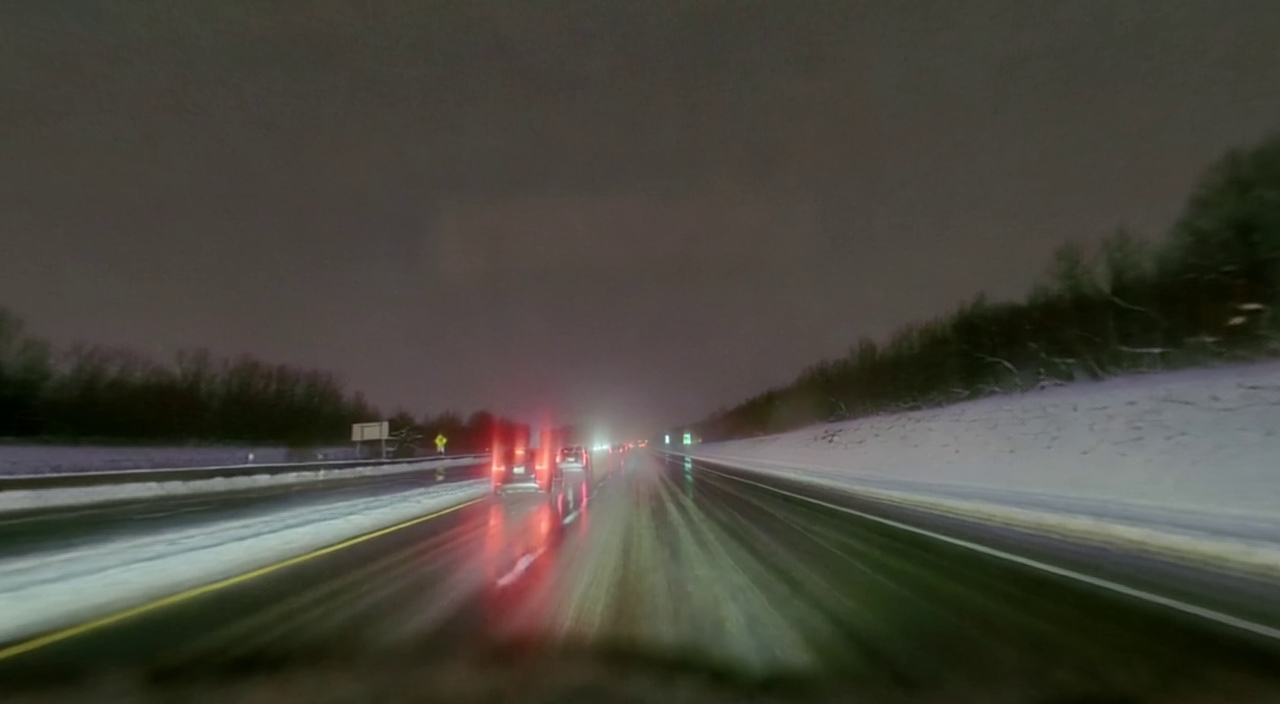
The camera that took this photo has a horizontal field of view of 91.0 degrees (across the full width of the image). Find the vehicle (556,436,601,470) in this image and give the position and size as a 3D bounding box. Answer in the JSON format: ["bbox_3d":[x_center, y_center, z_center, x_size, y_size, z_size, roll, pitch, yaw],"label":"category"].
[{"bbox_3d":[-3.630,6.065,37.920,2.177,1.852,4.427,-1,-9,1],"label":"vehicle"}]

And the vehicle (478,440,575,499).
[{"bbox_3d":[-3.249,3.487,19.048,2.044,1.527,4.607,-1,-9,1],"label":"vehicle"}]
